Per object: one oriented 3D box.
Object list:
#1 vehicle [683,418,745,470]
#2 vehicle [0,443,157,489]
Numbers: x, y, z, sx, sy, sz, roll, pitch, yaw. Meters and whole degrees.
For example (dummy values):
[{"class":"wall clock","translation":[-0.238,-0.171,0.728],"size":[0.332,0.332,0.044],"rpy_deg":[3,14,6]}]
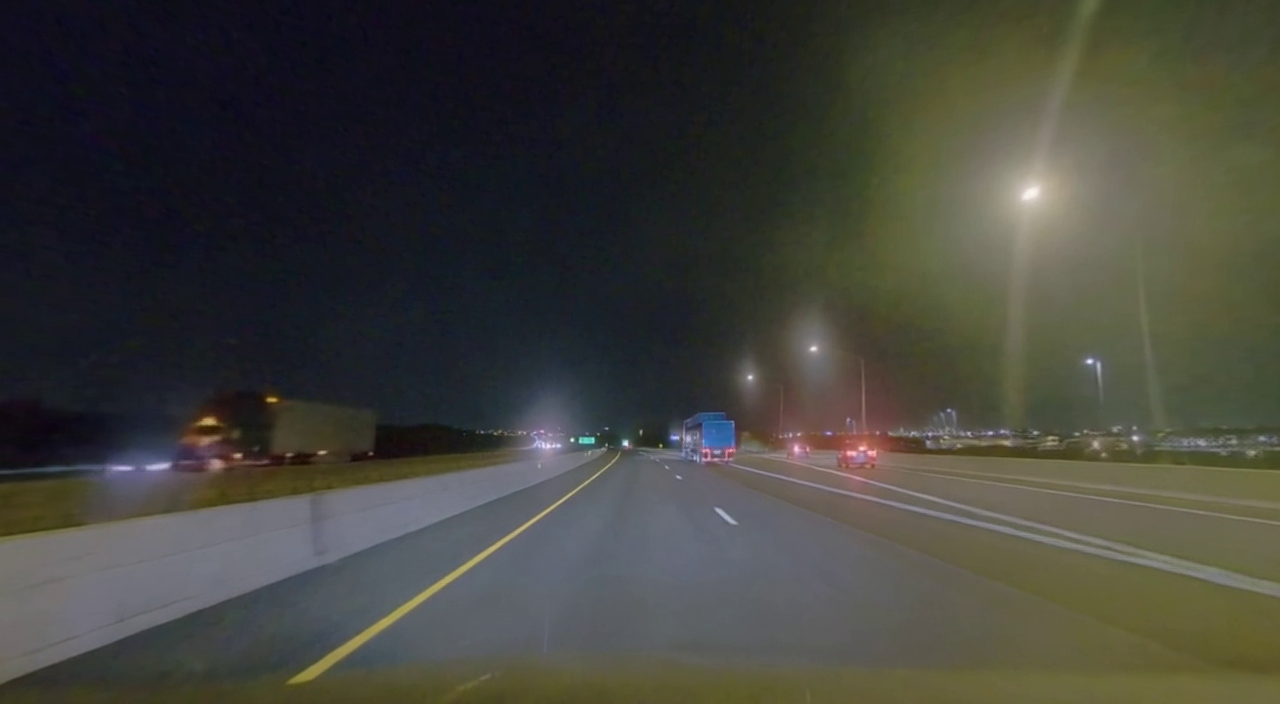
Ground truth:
[{"class":"vehicle","translation":[3.798,4.897,33.641],"size":[2.430,2.495,6.062],"rpy_deg":[0,-8,-2]},{"class":"vehicle","translation":[-21.007,4.203,23.722],"size":[1.874,1.530,4.805],"rpy_deg":[0,-9,0]}]
